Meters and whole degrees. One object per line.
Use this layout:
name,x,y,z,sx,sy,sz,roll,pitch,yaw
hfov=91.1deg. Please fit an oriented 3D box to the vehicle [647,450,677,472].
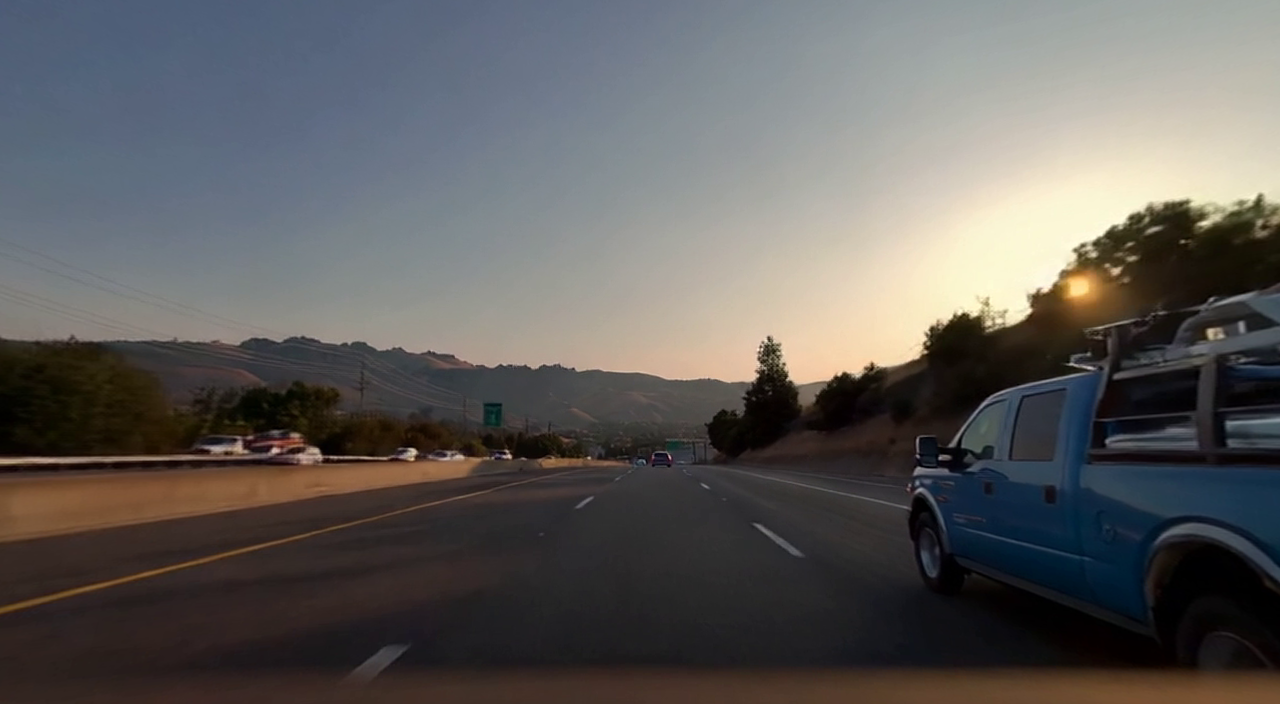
vehicle,1.552,7.975,46.033,2.034,1.549,4.147,0,-9,0

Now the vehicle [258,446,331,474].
vehicle,-24.301,7.621,44.391,2.079,1.838,5.011,-1,-9,3

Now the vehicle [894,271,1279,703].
vehicle,4.015,0.897,3.443,2.538,2.228,6.370,0,-9,0

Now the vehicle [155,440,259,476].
vehicle,-28.327,6.969,41.406,2.329,2.143,5.925,-1,-9,3

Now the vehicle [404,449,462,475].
vehicle,-13.830,7.384,42.262,2.071,1.614,4.863,-1,-9,2
